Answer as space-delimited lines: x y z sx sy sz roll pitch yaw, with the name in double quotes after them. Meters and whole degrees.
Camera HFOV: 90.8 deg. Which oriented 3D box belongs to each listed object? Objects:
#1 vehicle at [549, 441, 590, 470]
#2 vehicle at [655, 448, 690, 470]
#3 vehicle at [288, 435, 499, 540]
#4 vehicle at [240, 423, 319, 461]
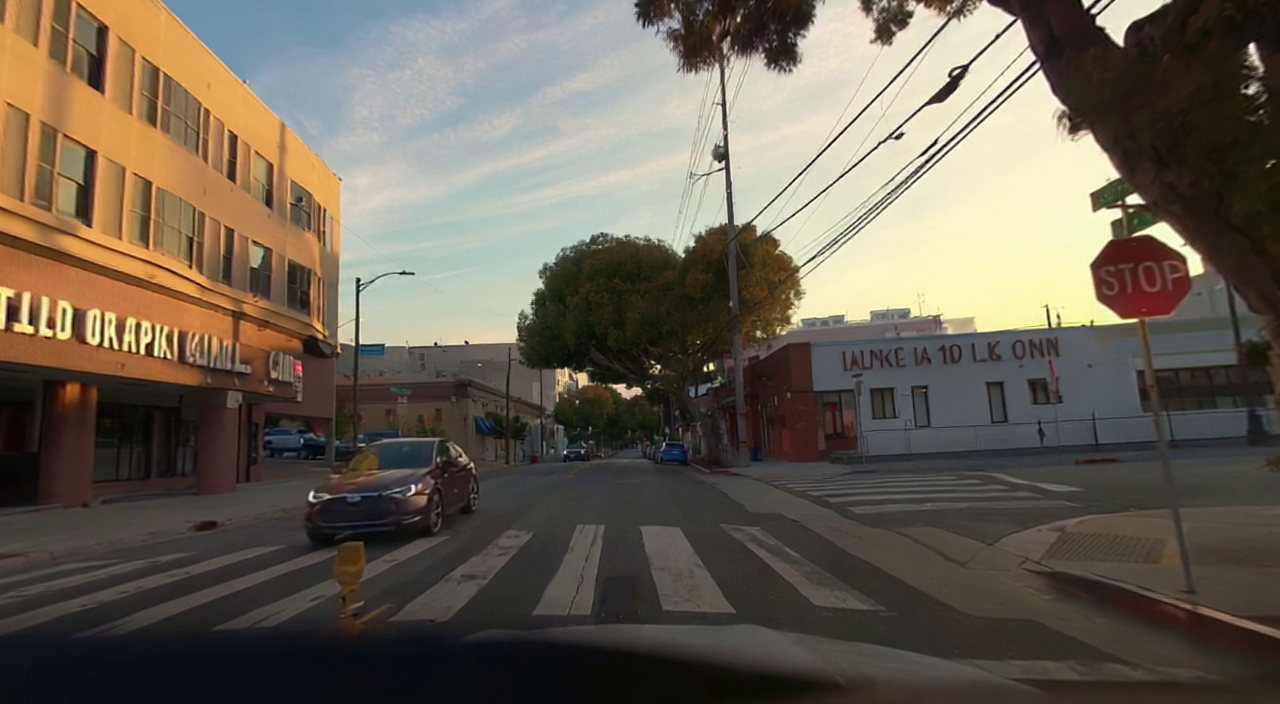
-4.994 7.433 45.504 2.495 1.966 4.846 0 -8 -1 "vehicle"
2.098 6.982 41.424 1.877 1.373 3.854 0 -8 -4 "vehicle"
-4.144 2.335 11.633 2.140 1.512 4.536 0 -8 -1 "vehicle"
-28.130 7.065 49.660 2.249 2.760 6.636 0 -8 0 "vehicle"
